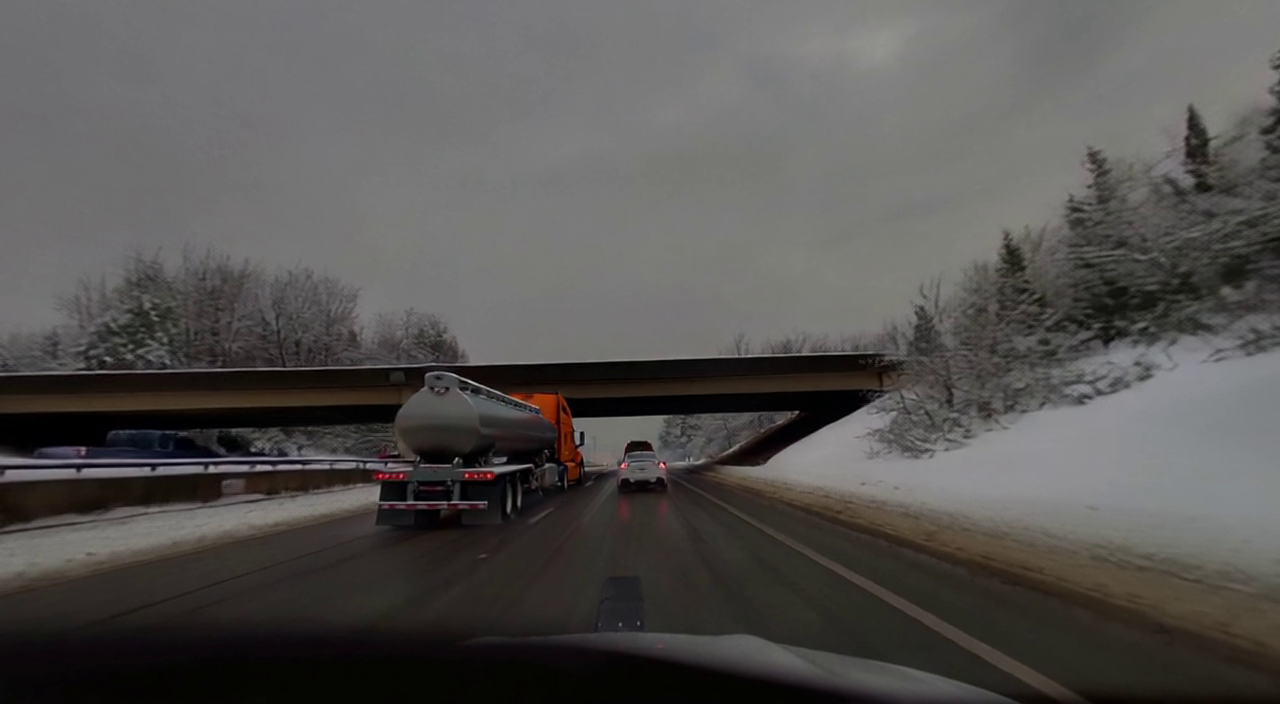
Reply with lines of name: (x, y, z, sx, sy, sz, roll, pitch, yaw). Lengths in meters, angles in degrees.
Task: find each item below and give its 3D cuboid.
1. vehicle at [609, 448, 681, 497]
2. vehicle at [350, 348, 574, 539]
vehicle: (0.113, 4.016, 21.544, 2.215, 1.481, 4.246, 0, -9, -1)
vehicle: (-4.073, 2.777, 19.178, 2.896, 3.563, 14.643, 0, -9, -1)
